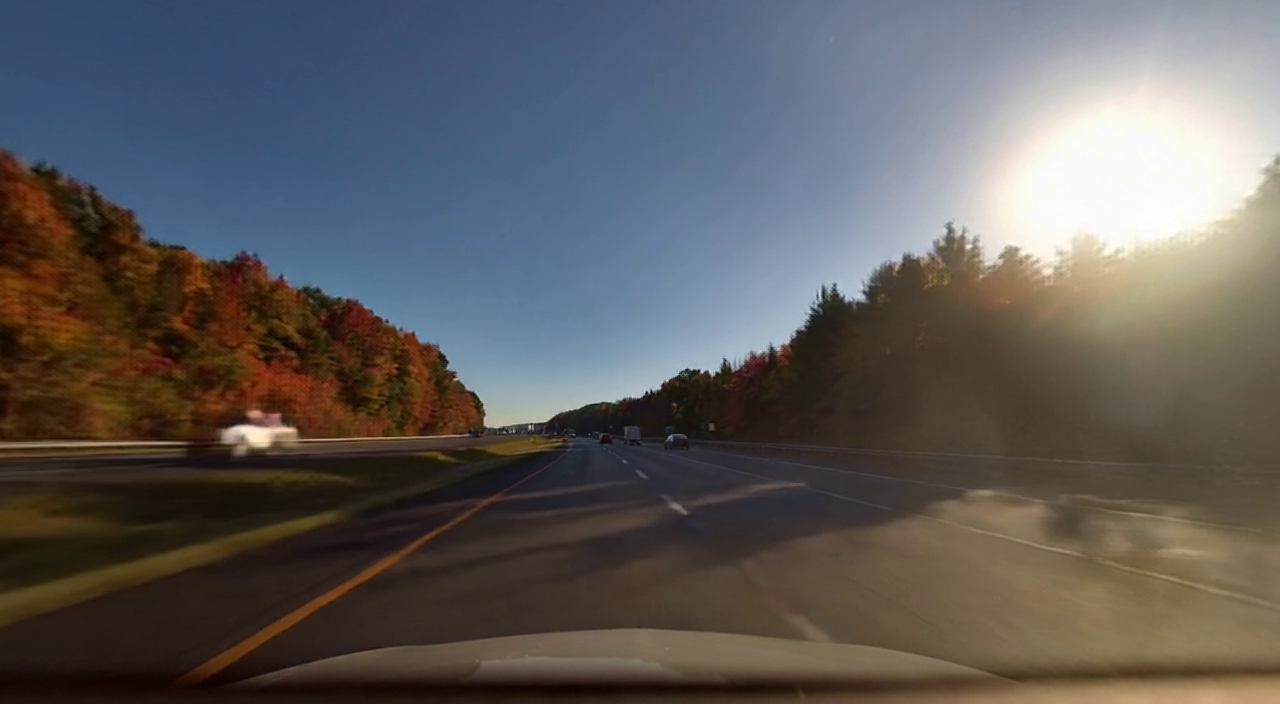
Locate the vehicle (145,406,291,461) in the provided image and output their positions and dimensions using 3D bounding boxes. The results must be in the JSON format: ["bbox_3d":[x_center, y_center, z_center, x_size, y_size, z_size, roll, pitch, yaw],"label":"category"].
[{"bbox_3d":[-14.800,2.918,22.480,2.119,1.735,4.729,0,-8,-3],"label":"vehicle"}]
